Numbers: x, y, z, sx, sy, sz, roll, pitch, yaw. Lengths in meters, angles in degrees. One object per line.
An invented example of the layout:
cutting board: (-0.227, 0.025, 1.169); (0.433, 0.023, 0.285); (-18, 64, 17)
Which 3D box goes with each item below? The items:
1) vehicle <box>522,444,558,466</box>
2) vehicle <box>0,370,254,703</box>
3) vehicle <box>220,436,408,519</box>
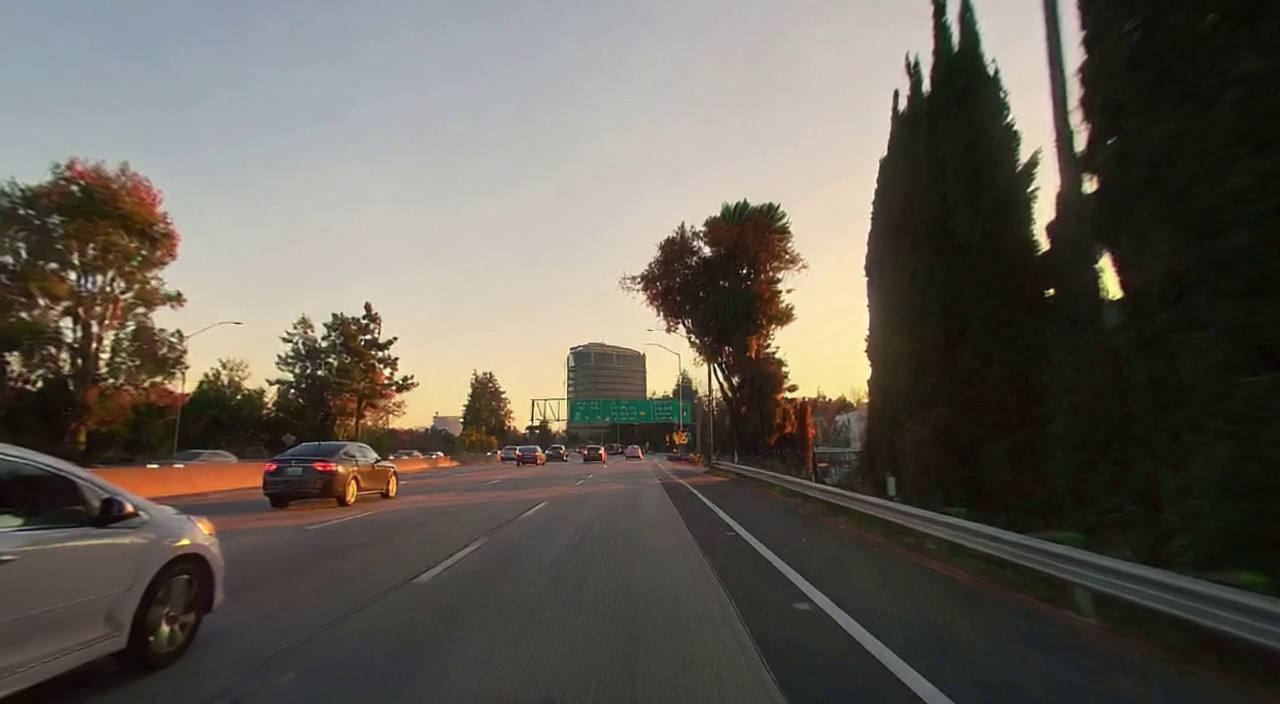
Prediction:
vehicle: (-7.690, 7.970, 48.850); (2.075, 1.642, 4.638); (0, -8, 0)
vehicle: (-3.919, 0.876, 2.314); (2.036, 1.717, 4.592); (0, -9, 1)
vehicle: (-7.530, 2.919, 15.219); (2.071, 1.661, 4.540); (0, -9, 0)
